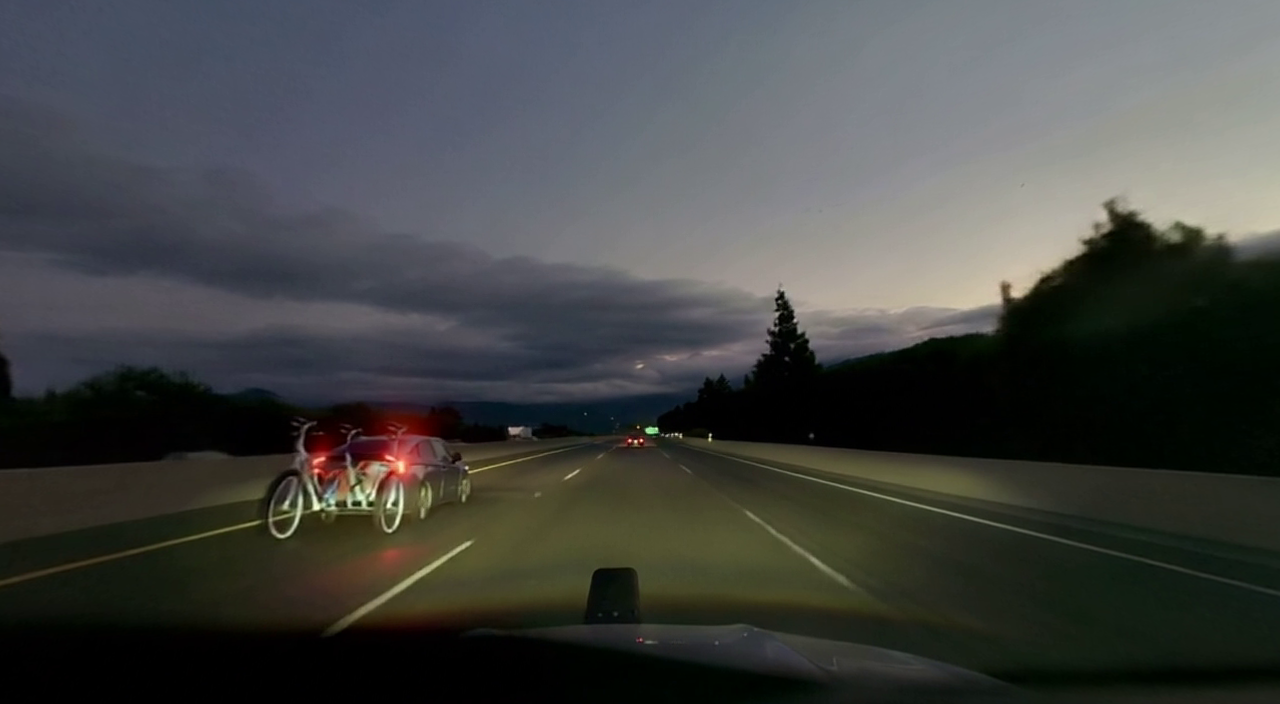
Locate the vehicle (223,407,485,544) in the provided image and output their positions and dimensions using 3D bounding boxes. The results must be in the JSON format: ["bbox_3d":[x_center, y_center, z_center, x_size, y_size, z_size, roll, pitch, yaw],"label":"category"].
[{"bbox_3d":[-4.004,1.790,9.880,2.064,1.647,4.381,0,-8,0],"label":"vehicle"}]
